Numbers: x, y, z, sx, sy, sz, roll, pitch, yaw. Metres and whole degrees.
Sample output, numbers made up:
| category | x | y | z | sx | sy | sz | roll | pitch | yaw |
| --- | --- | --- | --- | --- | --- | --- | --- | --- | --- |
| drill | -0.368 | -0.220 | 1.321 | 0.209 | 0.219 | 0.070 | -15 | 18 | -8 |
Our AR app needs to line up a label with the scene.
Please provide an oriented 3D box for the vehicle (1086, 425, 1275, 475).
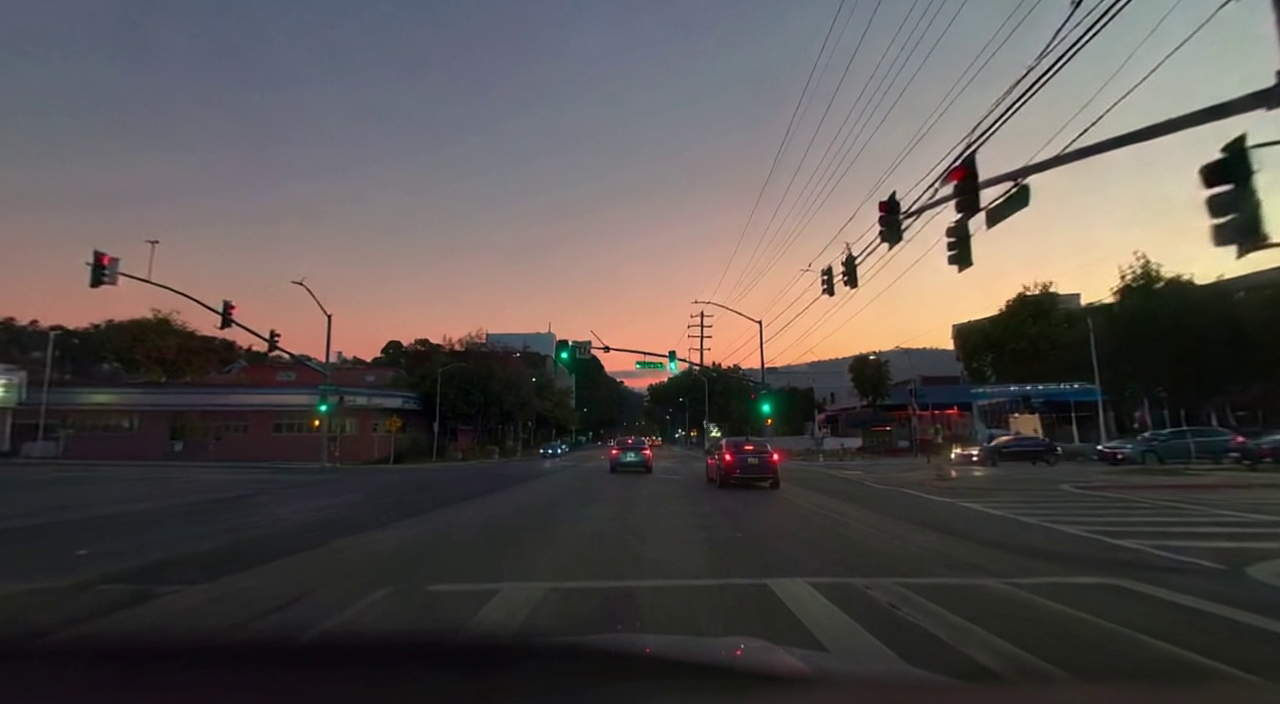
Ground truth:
| category | x | y | z | sx | sy | sz | roll | pitch | yaw |
| --- | --- | --- | --- | --- | --- | --- | --- | --- | --- |
| vehicle | 17.419 | 3.174 | 20.514 | 4.436 | 1.503 | 1.844 | 0 | -8 | -2 |

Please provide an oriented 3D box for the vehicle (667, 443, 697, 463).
| category | x | y | z | sx | sy | sz | roll | pitch | yaw |
| --- | --- | --- | --- | --- | --- | --- | --- | --- | --- |
| vehicle | 3.250 | 7.893 | 49.568 | 1.971 | 1.477 | 4.121 | 0 | -8 | -1 |

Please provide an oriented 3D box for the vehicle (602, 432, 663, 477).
| category | x | y | z | sx | sy | sz | roll | pitch | yaw |
| --- | --- | --- | --- | --- | --- | --- | --- | --- | --- |
| vehicle | -0.275 | 3.751 | 23.353 | 2.065 | 1.484 | 3.894 | 0 | -8 | -1 |

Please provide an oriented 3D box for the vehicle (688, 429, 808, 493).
| category | x | y | z | sx | sy | sz | roll | pitch | yaw |
| --- | --- | --- | --- | --- | --- | --- | --- | --- | --- |
| vehicle | 2.663 | 2.837 | 16.807 | 2.208 | 1.436 | 4.542 | 0 | -8 | -2 |

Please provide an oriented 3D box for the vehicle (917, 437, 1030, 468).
| category | x | y | z | sx | sy | sz | roll | pitch | yaw |
| --- | --- | --- | --- | --- | --- | --- | --- | --- | --- |
| vehicle | 17.067 | 5.152 | 32.479 | 4.749 | 1.465 | 1.938 | 0 | -8 | -3 |
